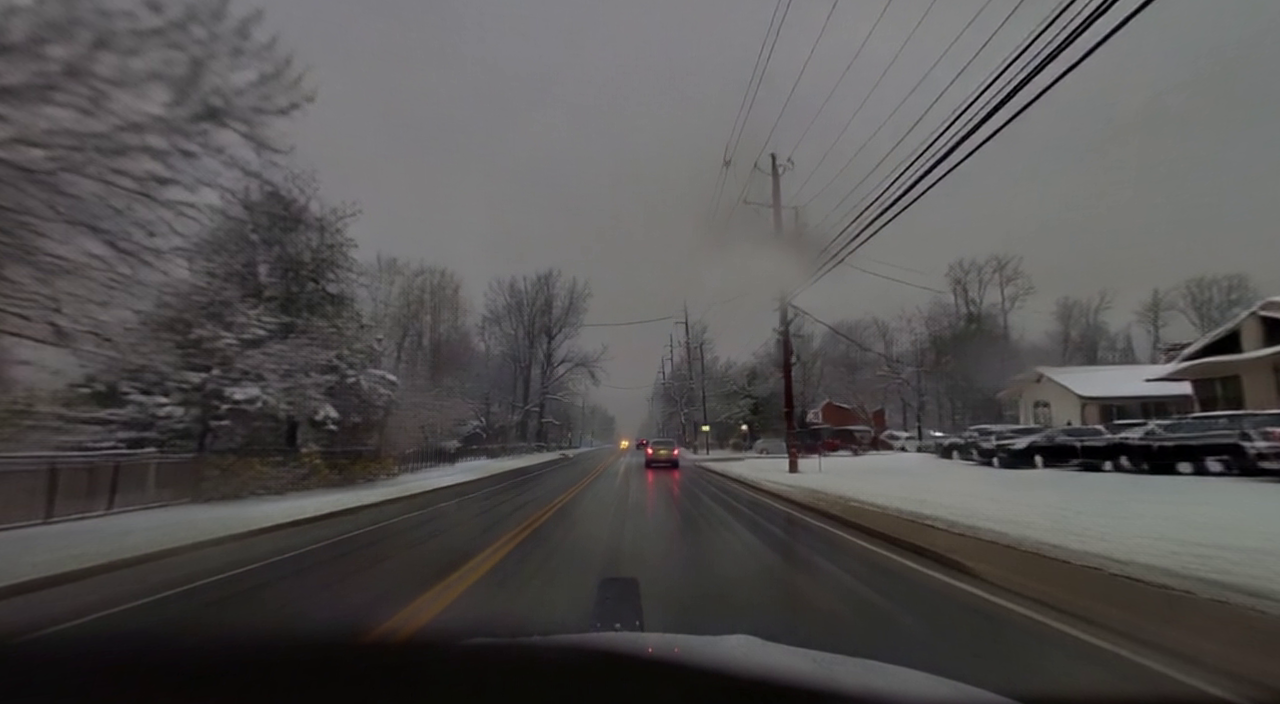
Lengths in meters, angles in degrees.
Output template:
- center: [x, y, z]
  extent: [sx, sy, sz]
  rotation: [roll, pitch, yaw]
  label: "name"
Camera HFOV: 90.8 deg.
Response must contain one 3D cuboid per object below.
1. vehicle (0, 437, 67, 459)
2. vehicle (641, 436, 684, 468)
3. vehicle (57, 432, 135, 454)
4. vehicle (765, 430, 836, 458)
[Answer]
- center: [-40.481, 6.320, 41.596]
  extent: [3.825, 1.441, 1.672]
  rotation: [0, -9, 0]
  label: "vehicle"
- center: [1.053, 4.982, 31.531]
  extent: [1.975, 1.497, 3.647]
  rotation: [0, -8, 0]
  label: "vehicle"
- center: [-40.473, 6.744, 47.050]
  extent: [4.127, 1.528, 1.708]
  rotation: [-1, -8, 0]
  label: "vehicle"
- center: [12.129, 6.928, 47.682]
  extent: [4.635, 2.026, 2.258]
  rotation: [3, -9, -18]
  label: "vehicle"
